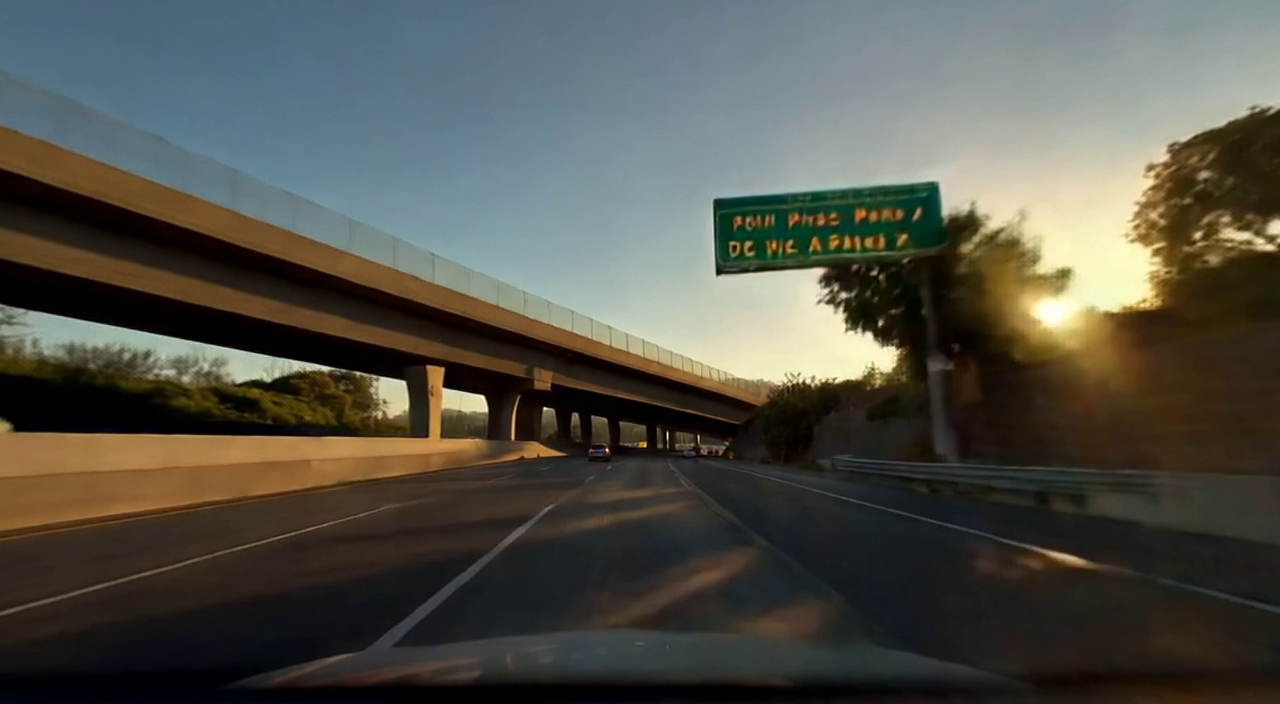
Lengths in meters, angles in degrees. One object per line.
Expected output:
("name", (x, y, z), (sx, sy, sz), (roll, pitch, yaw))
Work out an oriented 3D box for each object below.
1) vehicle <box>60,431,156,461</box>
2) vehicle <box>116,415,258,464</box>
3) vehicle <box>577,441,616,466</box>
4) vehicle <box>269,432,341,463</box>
("vehicle", (-26.319, 4.663, 31.281), (1.645, 1.399, 3.498), (0, -8, 1))
("vehicle", (-18.923, 3.728, 26.669), (2.199, 1.871, 4.973), (0, -8, 1))
("vehicle", (-2.842, 6.777, 42.169), (2.088, 1.565, 4.410), (0, -8, 2))
("vehicle", (-15.744, 4.506, 29.775), (1.506, 1.397, 3.358), (0, -8, 1))
